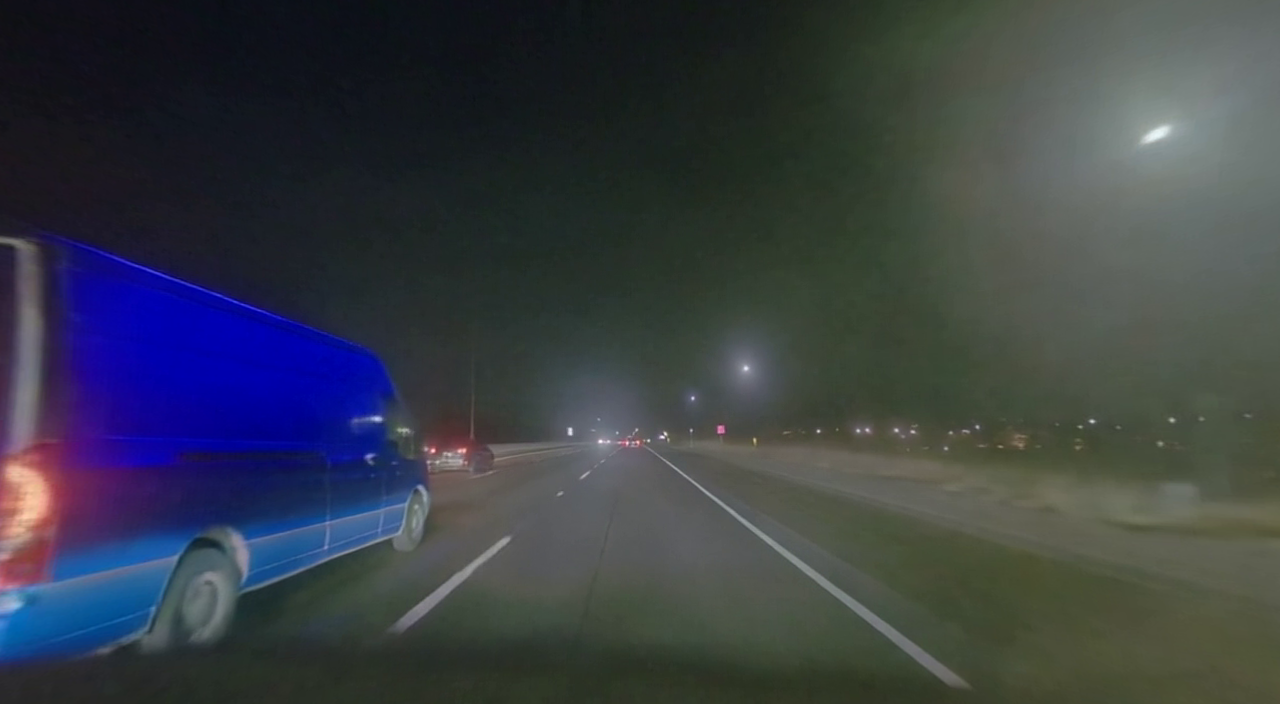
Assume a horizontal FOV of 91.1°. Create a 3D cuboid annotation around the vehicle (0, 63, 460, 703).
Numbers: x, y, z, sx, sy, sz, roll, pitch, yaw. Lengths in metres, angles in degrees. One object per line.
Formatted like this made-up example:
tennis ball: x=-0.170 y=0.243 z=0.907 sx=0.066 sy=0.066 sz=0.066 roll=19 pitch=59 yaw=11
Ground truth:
vehicle: x=-3.854 y=0.644 z=5.577 sx=2.428 sy=2.782 sz=7.330 roll=0 pitch=-8 yaw=-1
